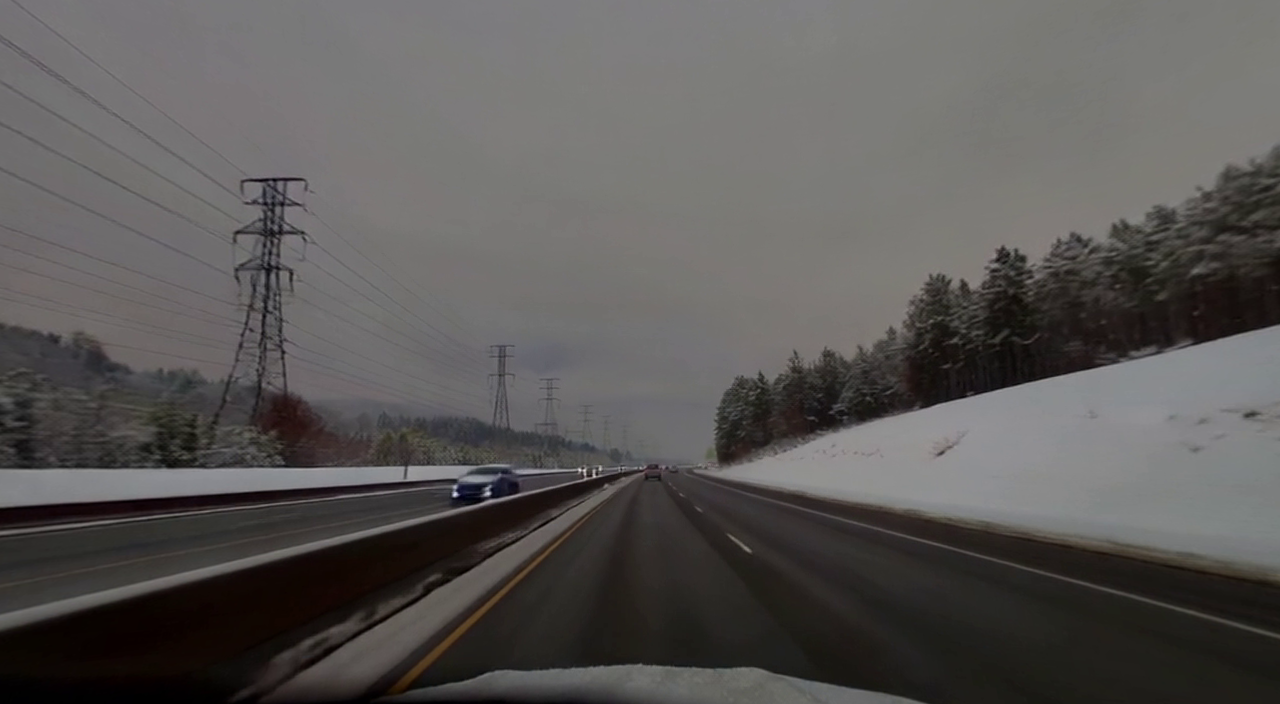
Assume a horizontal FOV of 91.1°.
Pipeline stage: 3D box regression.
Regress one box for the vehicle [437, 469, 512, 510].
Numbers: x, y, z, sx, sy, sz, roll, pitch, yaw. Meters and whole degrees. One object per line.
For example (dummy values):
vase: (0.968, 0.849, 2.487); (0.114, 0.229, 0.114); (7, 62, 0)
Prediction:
vehicle: (-7.022, 5.877, 27.175); (2.023, 1.583, 4.524); (1, -10, 0)
